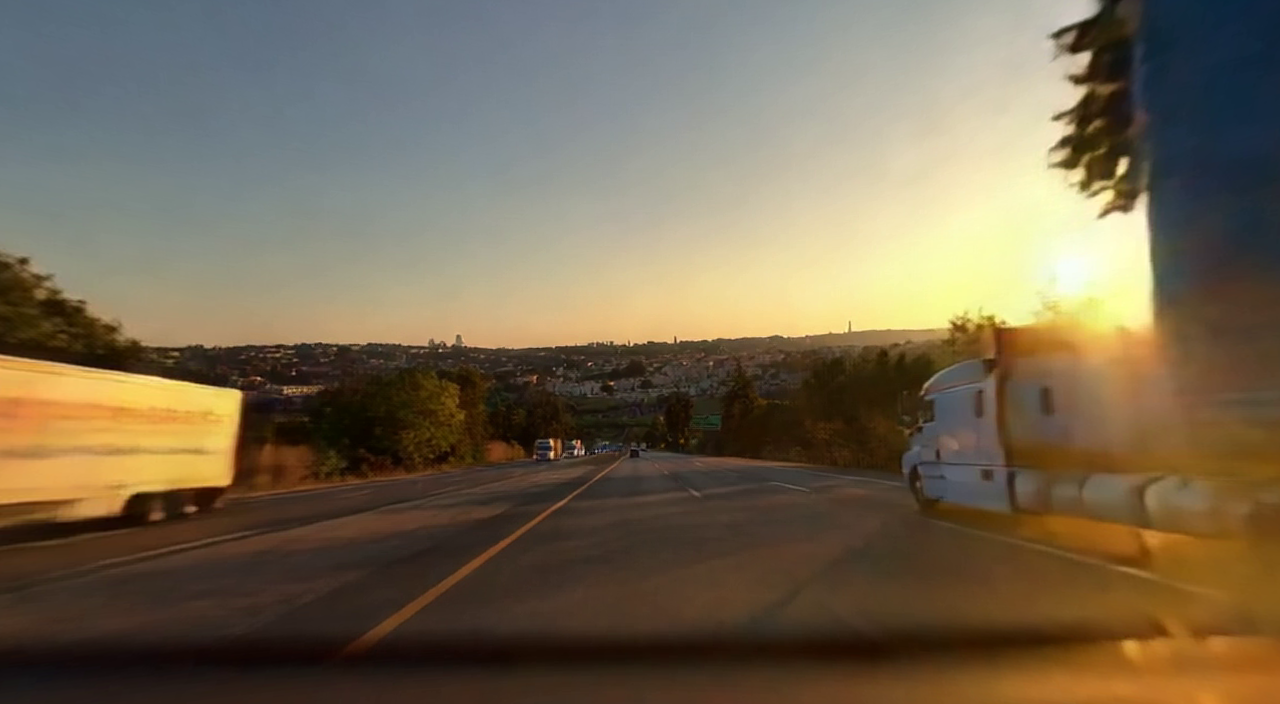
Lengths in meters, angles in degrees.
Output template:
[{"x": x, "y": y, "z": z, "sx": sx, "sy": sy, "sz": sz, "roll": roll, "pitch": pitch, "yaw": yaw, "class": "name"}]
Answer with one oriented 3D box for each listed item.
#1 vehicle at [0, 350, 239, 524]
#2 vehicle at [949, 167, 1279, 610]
[{"x": -15.792, "y": 2.213, "z": 16.065, "sx": 3.215, "sy": 3.811, "sz": 12.193, "roll": 0, "pitch": -9, "yaw": -1, "class": "vehicle"}, {"x": 7.281, "y": 0.248, "z": 5.150, "sx": 3.032, "sy": 3.946, "sz": 12.509, "roll": 0, "pitch": -9, "yaw": -1, "class": "vehicle"}]
